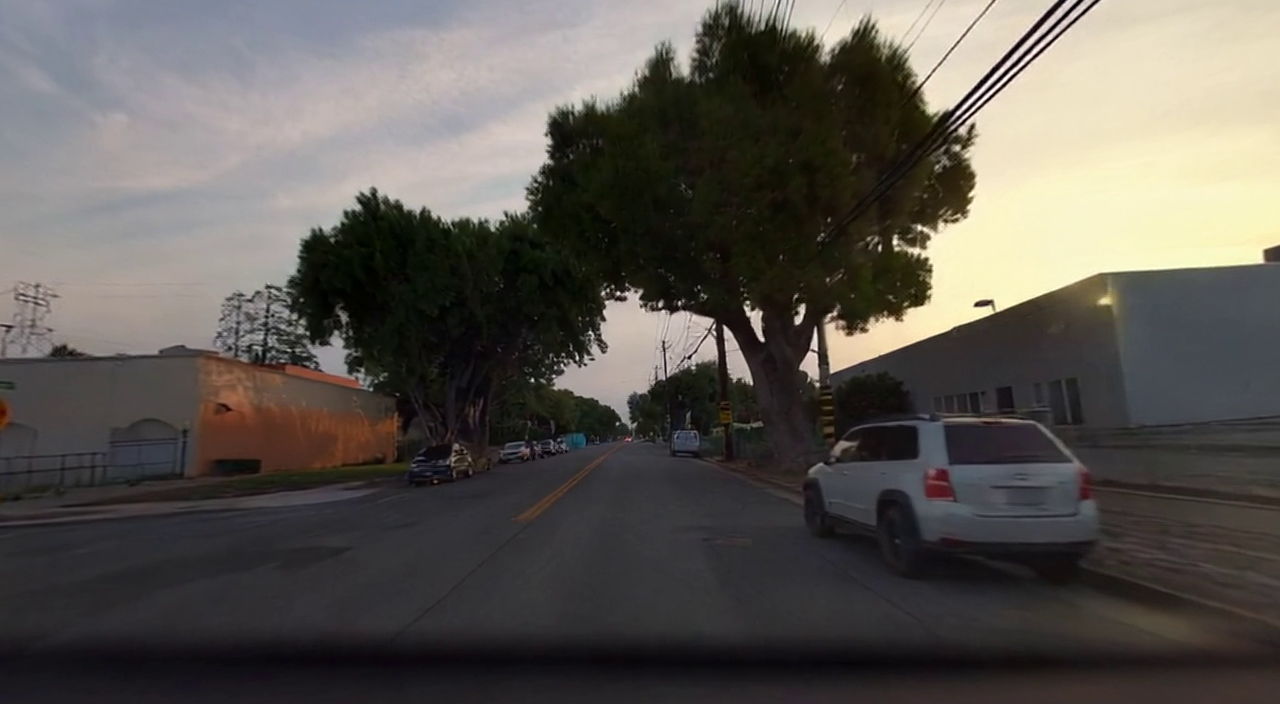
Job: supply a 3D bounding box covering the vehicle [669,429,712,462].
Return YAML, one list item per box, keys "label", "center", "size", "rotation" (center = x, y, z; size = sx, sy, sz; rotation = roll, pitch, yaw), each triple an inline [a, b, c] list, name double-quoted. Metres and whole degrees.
- label: "vehicle"
  center: [2.993, 5.726, 38.613]
  size: [2.120, 1.869, 4.773]
  rotation: [0, -8, -1]

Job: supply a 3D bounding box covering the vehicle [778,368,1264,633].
- label: "vehicle"
  center: [3.195, 1.394, 7.024]
  size: [2.138, 1.820, 5.218]
  rotation: [0, -8, 0]

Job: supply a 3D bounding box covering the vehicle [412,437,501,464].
- label: "vehicle"
  center: [-12.407, 6.692, 42.981]
  size: [5.330, 1.805, 2.170]
  rotation: [0, -8, 0]
